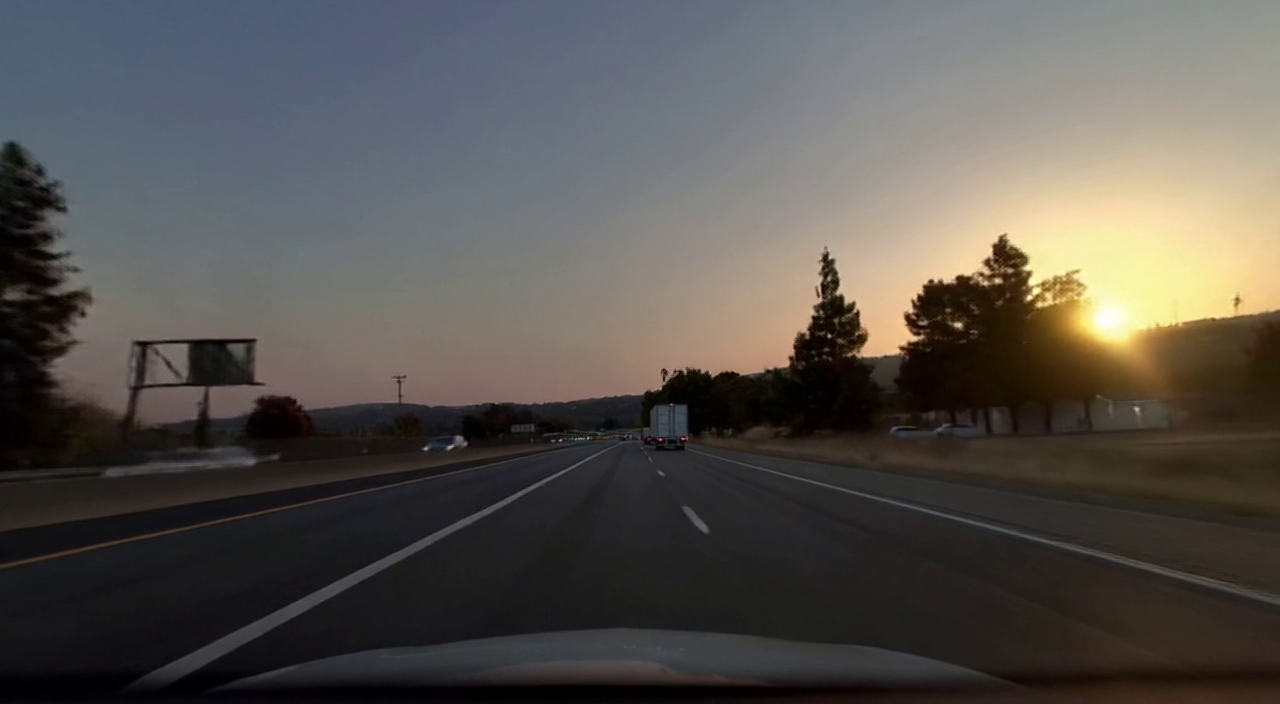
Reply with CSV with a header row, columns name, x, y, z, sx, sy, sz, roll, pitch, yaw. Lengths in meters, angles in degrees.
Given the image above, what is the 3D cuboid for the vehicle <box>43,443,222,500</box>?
name,x,y,z,sx,sy,sz,roll,pitch,yaw
vehicle,-15.342,3.597,19.411,1.822,1.515,4.403,0,-8,0

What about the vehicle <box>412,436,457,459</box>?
name,x,y,z,sx,sy,sz,roll,pitch,yaw
vehicle,-15.232,7.081,46.885,1.957,1.649,4.221,0,-8,-1
